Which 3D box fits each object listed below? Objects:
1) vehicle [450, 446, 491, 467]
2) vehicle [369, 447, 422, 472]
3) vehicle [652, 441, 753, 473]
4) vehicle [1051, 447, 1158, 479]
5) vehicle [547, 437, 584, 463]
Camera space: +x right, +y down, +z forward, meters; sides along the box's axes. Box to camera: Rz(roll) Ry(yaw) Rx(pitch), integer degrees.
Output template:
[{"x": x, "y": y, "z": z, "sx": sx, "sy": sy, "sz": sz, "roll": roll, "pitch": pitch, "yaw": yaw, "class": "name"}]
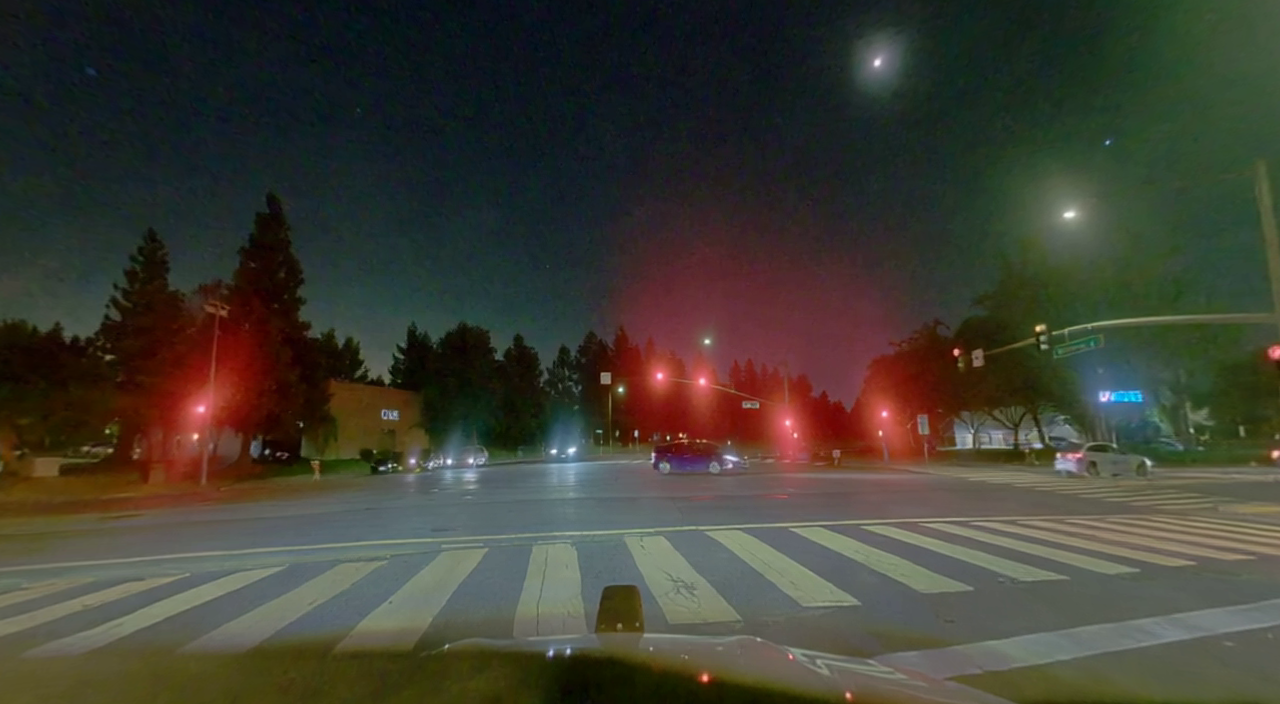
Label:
[{"x": -12.603, "y": 7.760, "z": 47.089, "sx": 1.946, "sy": 1.474, "sz": 4.008, "roll": 0, "pitch": -9, "yaw": 0, "class": "vehicle"}, {"x": -16.247, "y": 7.134, "z": 42.239, "sx": 1.883, "sy": 1.586, "sz": 4.297, "roll": 0, "pitch": -9, "yaw": 0, "class": "vehicle"}, {"x": 3.045, "y": 5.173, "z": 31.346, "sx": 4.658, "sy": 1.478, "sz": 1.946, "roll": -6, "pitch": -11, "yaw": 36, "class": "vehicle"}, {"x": 23.092, "y": 5.464, "z": 31.434, "sx": 4.522, "sy": 1.460, "sz": 2.097, "roll": 3, "pitch": -9, "yaw": -21, "class": "vehicle"}, {"x": -5.757, "y": 7.663, "z": 49.563, "sx": 2.289, "sy": 1.927, "sz": 5.667, "roll": 0, "pitch": -8, "yaw": -1, "class": "vehicle"}]
